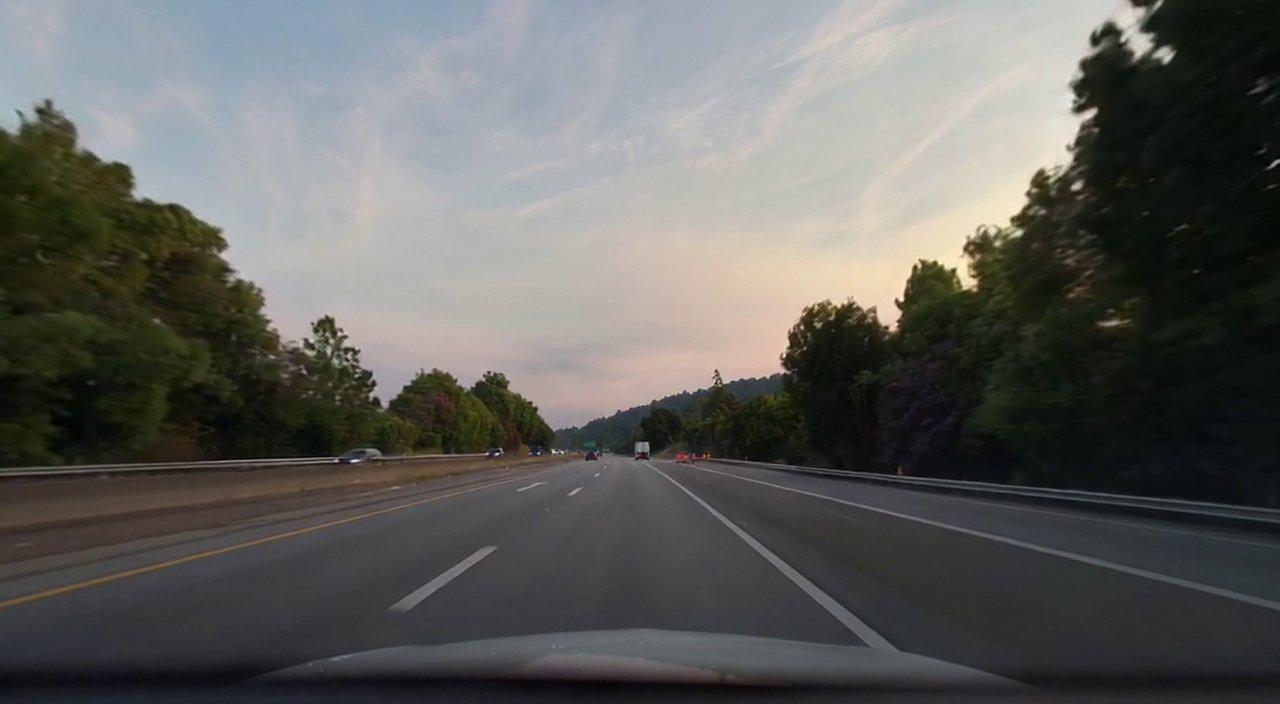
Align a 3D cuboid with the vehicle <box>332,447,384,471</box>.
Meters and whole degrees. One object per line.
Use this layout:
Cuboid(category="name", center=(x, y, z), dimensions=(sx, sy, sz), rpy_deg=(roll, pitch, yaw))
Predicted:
Cuboid(category="vehicle", center=(-18.276, 6.912, 40.935), dimensions=(1.730, 1.462, 3.573), rpy_deg=(0, -9, -1))
